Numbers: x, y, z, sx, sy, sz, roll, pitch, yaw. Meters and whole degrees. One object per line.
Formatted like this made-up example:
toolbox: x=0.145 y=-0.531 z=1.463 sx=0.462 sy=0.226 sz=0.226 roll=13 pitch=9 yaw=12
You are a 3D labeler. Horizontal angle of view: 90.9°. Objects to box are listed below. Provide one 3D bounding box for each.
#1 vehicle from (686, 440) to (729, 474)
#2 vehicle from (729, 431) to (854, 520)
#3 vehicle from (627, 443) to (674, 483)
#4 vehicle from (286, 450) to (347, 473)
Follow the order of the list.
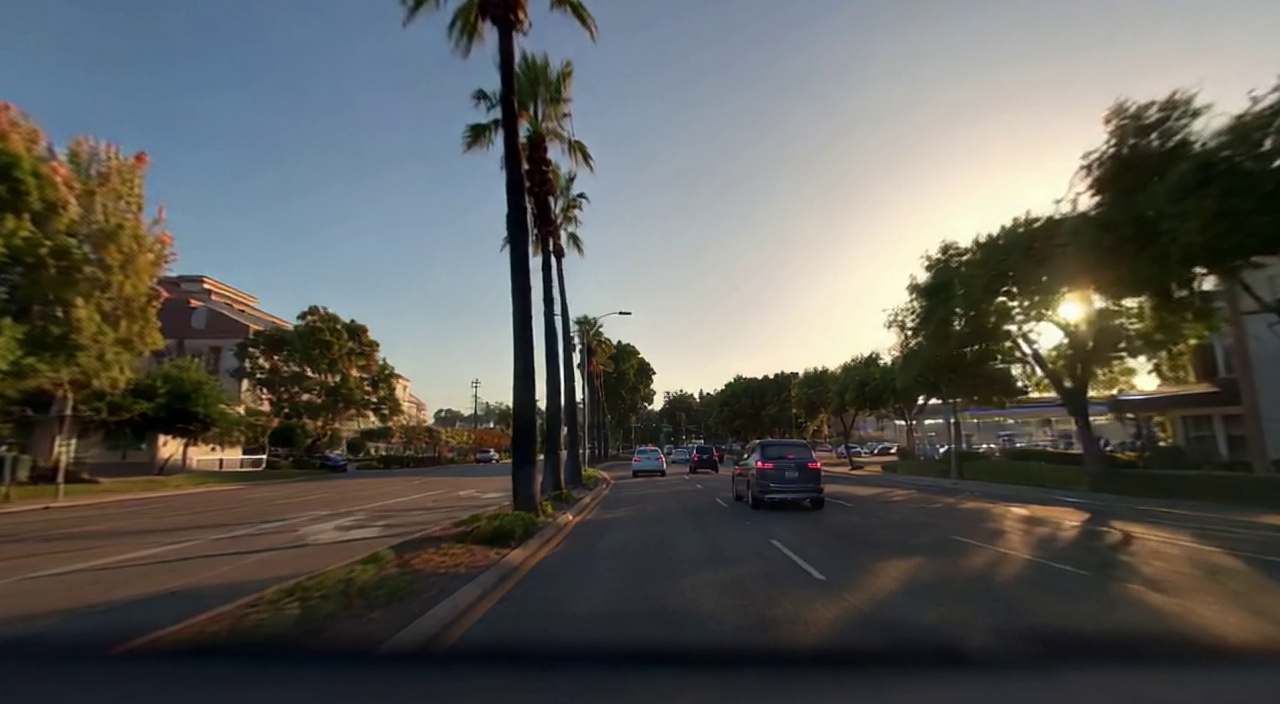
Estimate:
vehicle: x=4.193 y=6.580 z=39.858 sx=2.154 sy=1.975 sz=4.634 roll=0 pitch=-8 yaw=0
vehicle: x=3.293 y=2.747 z=14.538 sx=1.872 sy=1.752 sz=3.896 roll=0 pitch=-8 yaw=0
vehicle: x=0.449 y=4.984 z=28.569 sx=1.991 sy=1.664 sz=3.814 roll=0 pitch=-8 yaw=0
vehicle: x=-24.995 y=8.435 z=48.741 sx=3.782 sy=1.699 sz=1.867 roll=7 pitch=-11 yaw=-43
